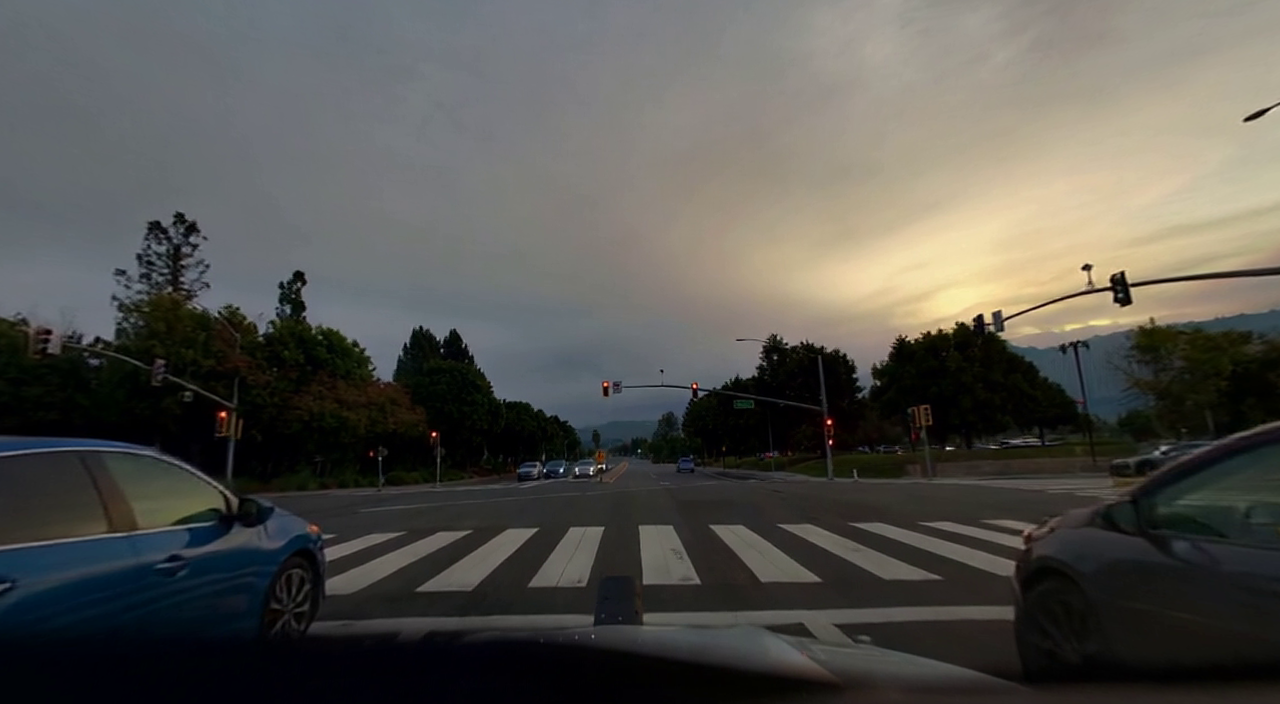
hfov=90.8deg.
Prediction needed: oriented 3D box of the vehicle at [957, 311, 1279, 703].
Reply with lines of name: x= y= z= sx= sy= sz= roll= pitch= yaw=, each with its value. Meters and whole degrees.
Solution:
vehicle: x=2.865 y=0.653 z=1.309 sx=2.099 sy=1.671 sz=4.491 roll=0 pitch=-9 yaw=1

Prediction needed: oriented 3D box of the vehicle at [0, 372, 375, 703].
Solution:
vehicle: x=-2.997 y=0.947 z=2.777 sx=1.969 sy=1.513 sz=3.773 roll=0 pitch=-9 yaw=1
